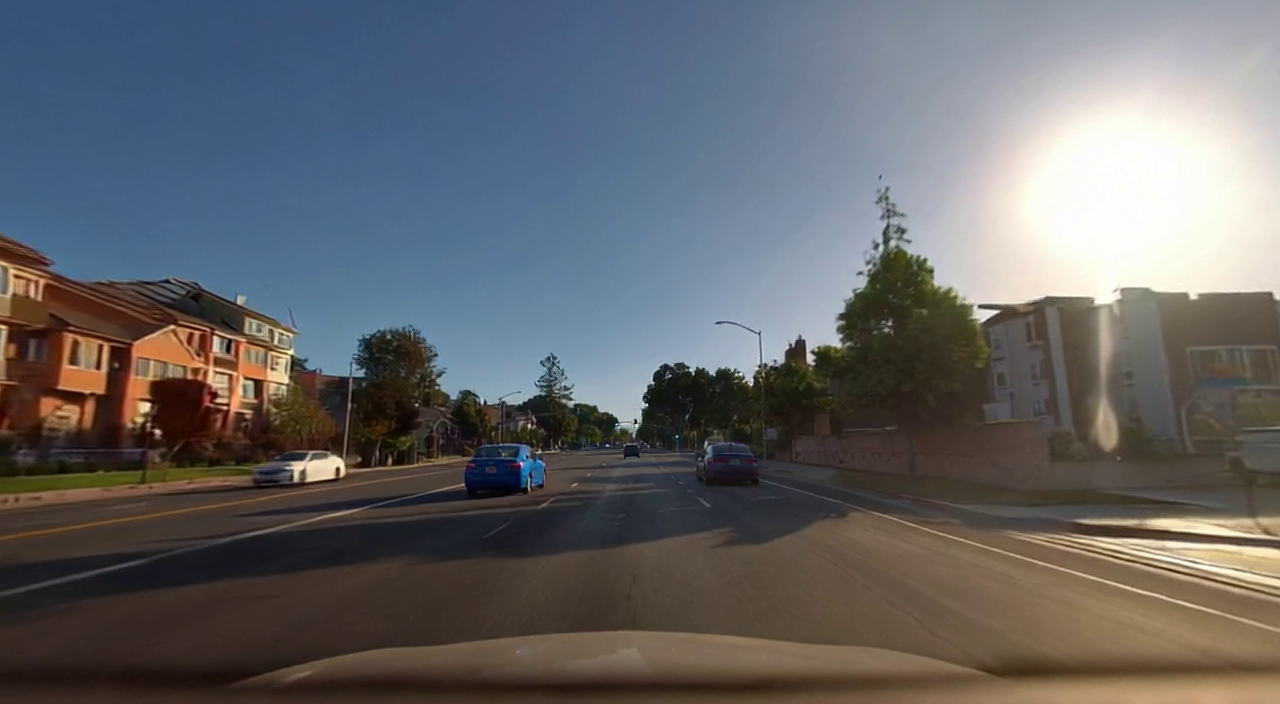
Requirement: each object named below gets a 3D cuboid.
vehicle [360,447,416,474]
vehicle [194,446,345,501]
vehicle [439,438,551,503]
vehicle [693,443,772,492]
[{"bbox_3d":[-17.999,7.726,45.354,2.078,1.730,4.740,-3,-9,0],"label":"vehicle"},{"bbox_3d":[-11.249,3.688,19.641,1.931,1.487,4.500,0,-9,0],"label":"vehicle"},{"bbox_3d":[-3.742,3.118,17.080,2.062,1.527,4.044,0,-9,0],"label":"vehicle"},{"bbox_3d":[3.035,3.903,21.782,1.978,1.471,4.426,0,-9,-1],"label":"vehicle"}]
